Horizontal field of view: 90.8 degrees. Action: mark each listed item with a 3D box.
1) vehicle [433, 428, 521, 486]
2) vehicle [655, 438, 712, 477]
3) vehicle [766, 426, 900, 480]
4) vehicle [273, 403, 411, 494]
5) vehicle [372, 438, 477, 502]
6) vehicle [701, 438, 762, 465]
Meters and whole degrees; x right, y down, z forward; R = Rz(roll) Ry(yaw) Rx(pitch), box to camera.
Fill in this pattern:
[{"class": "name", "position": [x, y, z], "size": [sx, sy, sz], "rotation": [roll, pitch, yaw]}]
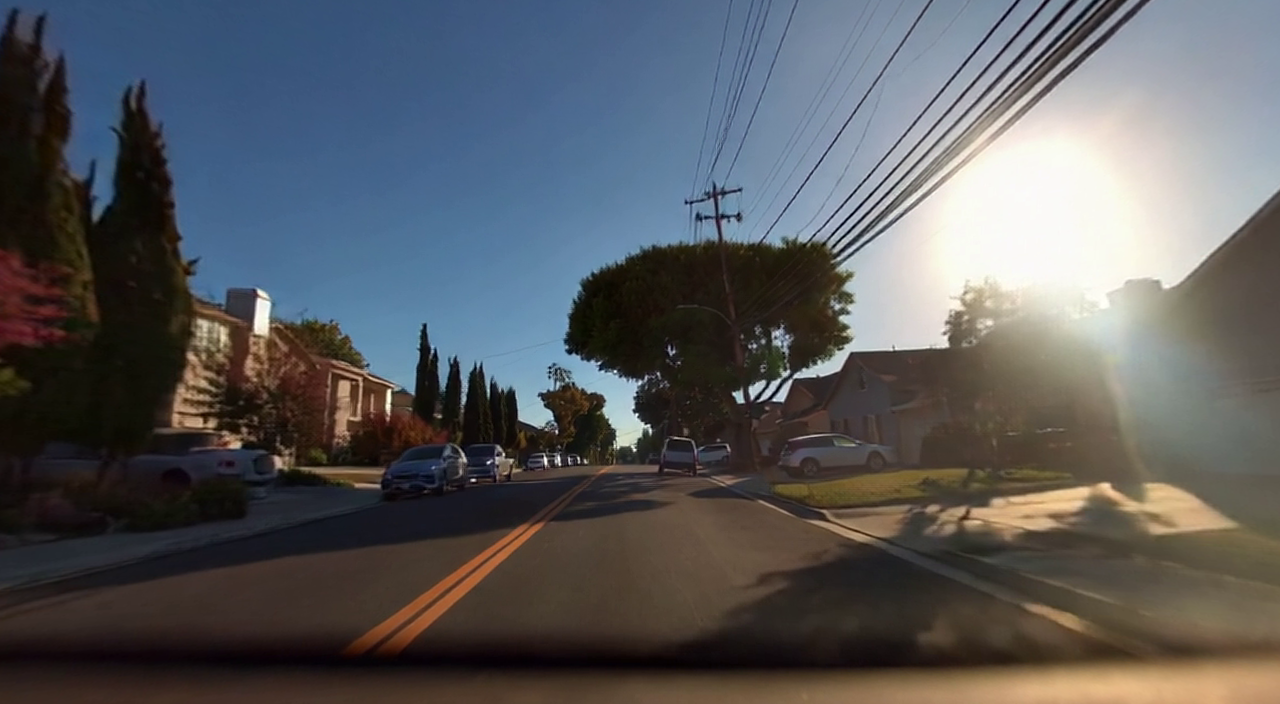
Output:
[{"class": "vehicle", "position": [-7.047, 4.798, 28.136], "size": [2.269, 2.229, 6.042], "rotation": [-2, -12, 0]}, {"class": "vehicle", "position": [2.254, 5.686, 34.379], "size": [2.203, 1.952, 5.111], "rotation": [1, -9, -6]}, {"class": "vehicle", "position": [7.526, 4.020, 24.963], "size": [4.489, 1.812, 2.056], "rotation": [-1, -13, -5]}, {"class": "vehicle", "position": [-12.094, 4.018, 26.606], "size": [2.781, 3.221, 7.995], "rotation": [1, -9, -7]}, {"class": "vehicle", "position": [-7.008, 3.983, 21.126], "size": [2.046, 1.777, 4.473], "rotation": [-3, -12, -2]}, {"class": "vehicle", "position": [7.170, 7.883, 49.943], "size": [4.421, 1.836, 1.956], "rotation": [-2, -13, -1]}]
